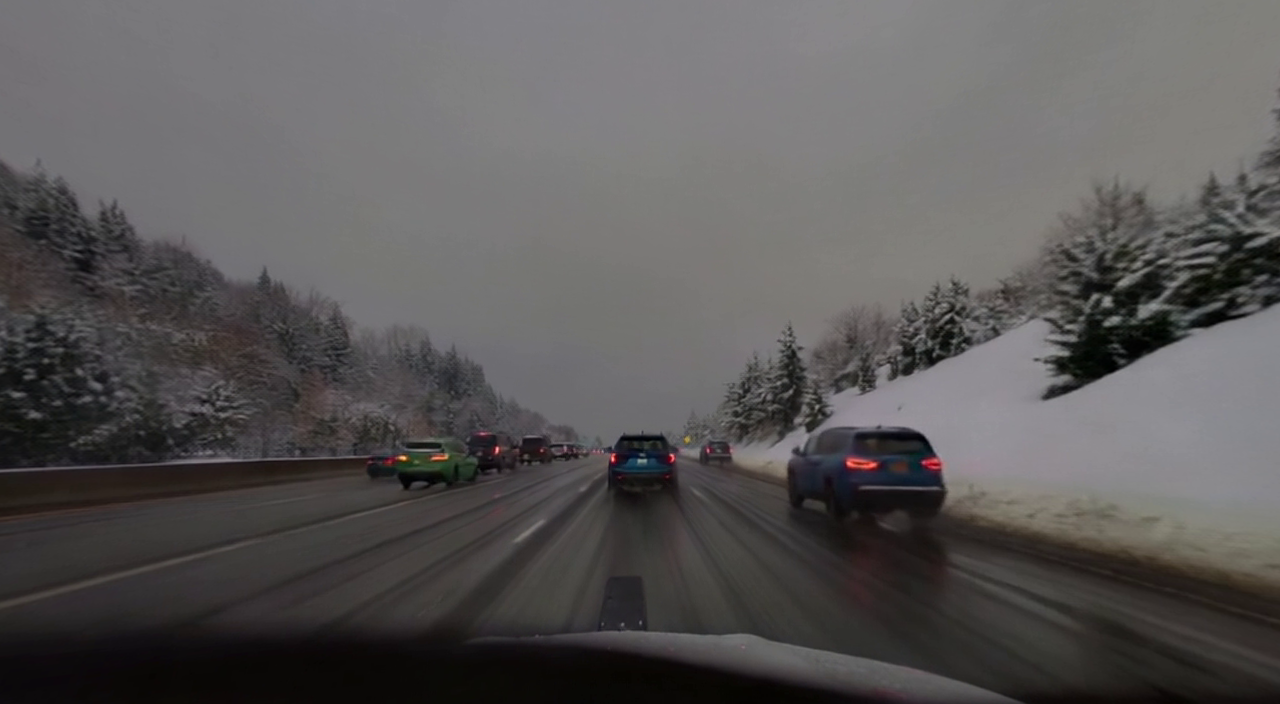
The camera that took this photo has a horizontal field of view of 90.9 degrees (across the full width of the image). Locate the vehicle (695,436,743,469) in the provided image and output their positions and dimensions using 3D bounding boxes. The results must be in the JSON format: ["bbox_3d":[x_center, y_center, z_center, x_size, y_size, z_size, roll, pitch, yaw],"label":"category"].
[{"bbox_3d":[4.757,6.167,38.953,2.204,1.852,5.845,0,-9,0],"label":"vehicle"}]

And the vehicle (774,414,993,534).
[{"bbox_3d":[4.014,2.115,11.473,2.092,1.723,4.629,0,-9,0],"label":"vehicle"}]

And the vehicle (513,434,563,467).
[{"bbox_3d":[-6.463,6.352,40.735,2.294,1.982,5.040,0,-9,1],"label":"vehicle"}]

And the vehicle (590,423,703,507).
[{"bbox_3d":[0.154,2.785,15.930,2.447,1.804,4.273,0,-9,0],"label":"vehicle"}]

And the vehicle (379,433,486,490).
[{"bbox_3d":[-6.787,3.631,21.228,2.024,1.706,4.462,0,-9,1],"label":"vehicle"}]

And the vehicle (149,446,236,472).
[{"bbox_3d":[-28.330,6.775,40.153,1.944,1.510,4.728,0,-9,2],"label":"vehicle"}]

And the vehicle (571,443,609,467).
[{"bbox_3d":[-3.147,6.573,40.427,2.108,1.442,4.143,0,-9,0],"label":"vehicle"}]
